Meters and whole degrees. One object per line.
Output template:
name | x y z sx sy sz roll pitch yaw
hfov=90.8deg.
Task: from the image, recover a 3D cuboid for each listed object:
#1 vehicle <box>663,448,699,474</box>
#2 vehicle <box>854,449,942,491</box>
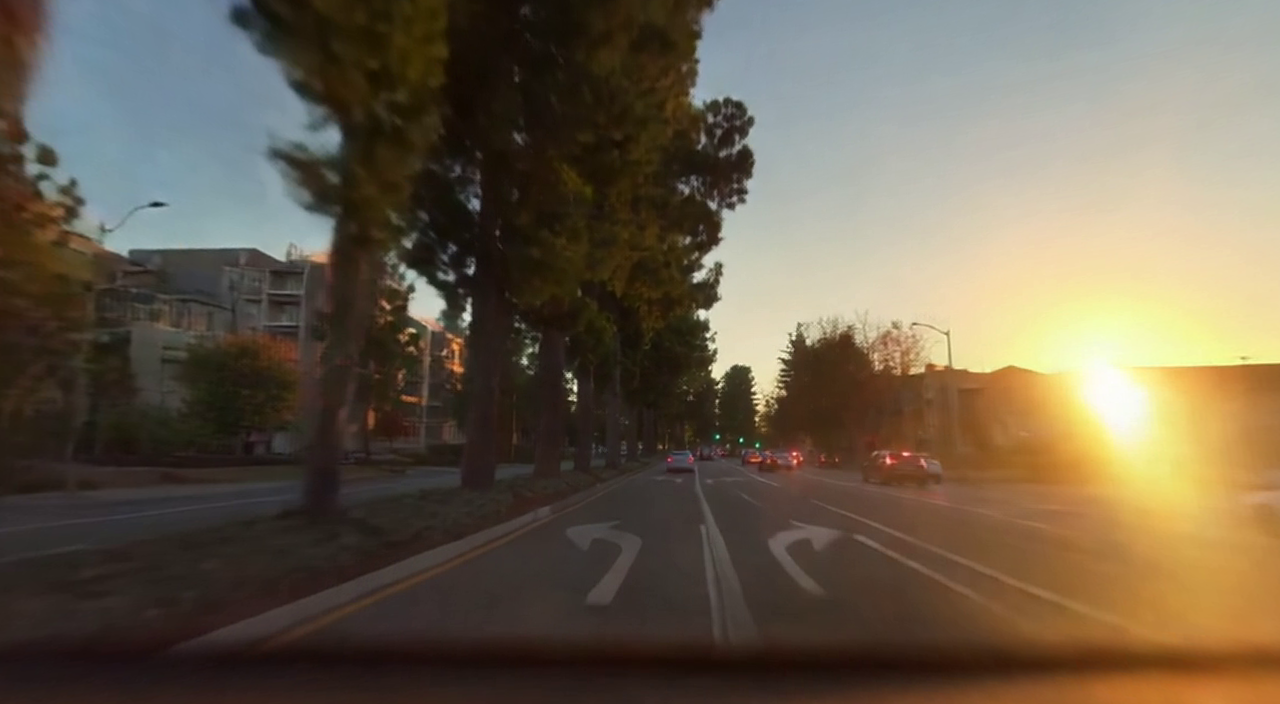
vehicle | 2.492 6.586 38.503 2.077 1.477 3.897 -1 -9 3
vehicle | 10.050 4.601 24.960 2.020 1.472 3.958 -1 -9 4
